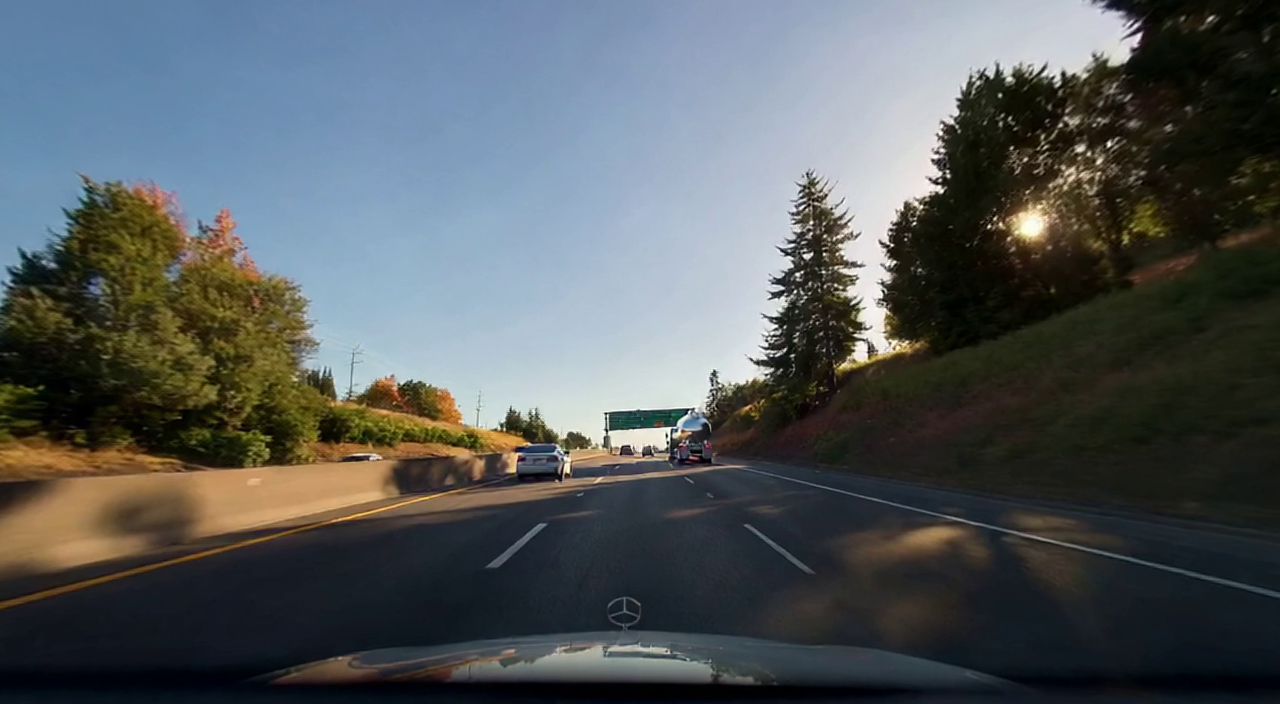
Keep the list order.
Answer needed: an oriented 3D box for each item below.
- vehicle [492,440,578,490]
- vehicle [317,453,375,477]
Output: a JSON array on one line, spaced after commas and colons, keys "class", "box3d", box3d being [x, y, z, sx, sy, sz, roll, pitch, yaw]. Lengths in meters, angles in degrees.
[{"class": "vehicle", "box3d": [-3.330, 3.711, 20.985, 1.986, 1.458, 4.506, 0, -9, 1]}, {"class": "vehicle", "box3d": [-19.213, 7.375, 41.394, 1.802, 1.477, 4.140, 0, -9, 0]}]
